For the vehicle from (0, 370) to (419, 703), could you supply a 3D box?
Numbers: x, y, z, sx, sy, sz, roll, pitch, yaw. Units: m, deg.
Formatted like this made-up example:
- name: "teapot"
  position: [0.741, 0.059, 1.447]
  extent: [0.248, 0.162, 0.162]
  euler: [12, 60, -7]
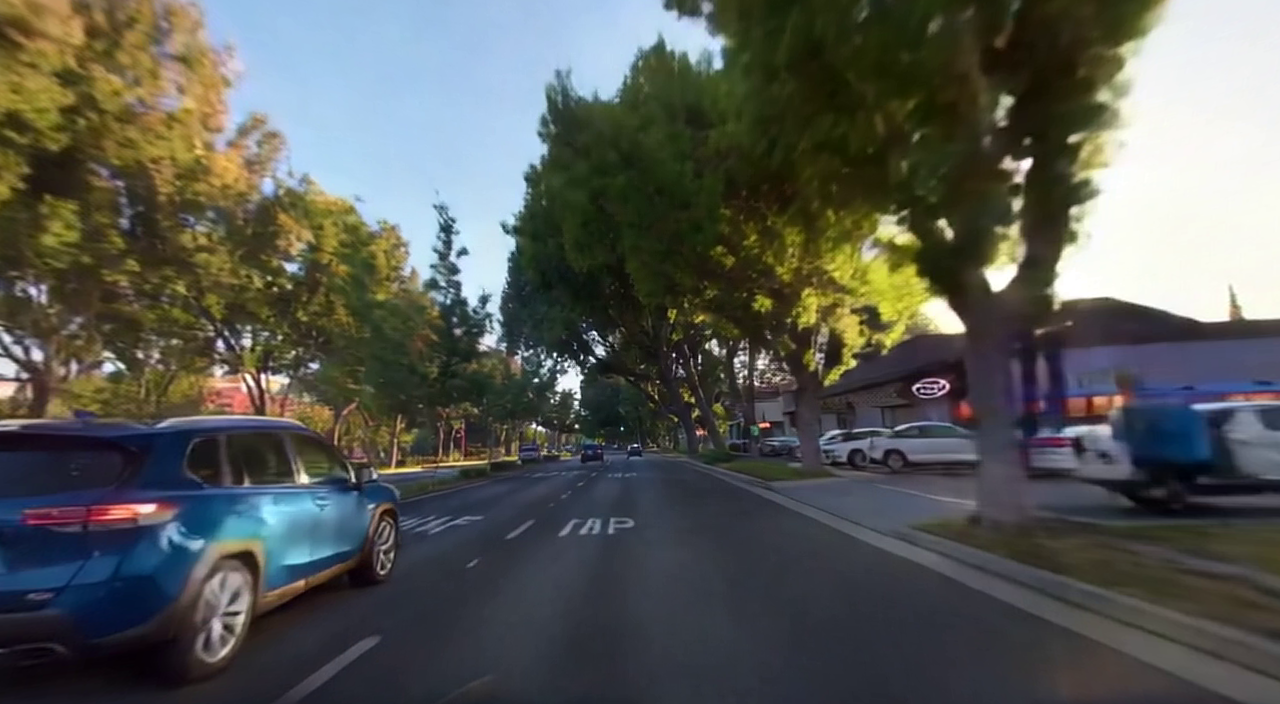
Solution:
- name: "vehicle"
  position: [-3.461, 1.200, 4.659]
  extent: [2.127, 1.654, 4.121]
  euler: [0, -8, 0]

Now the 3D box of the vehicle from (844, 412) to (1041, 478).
- name: "vehicle"
  position: [9.167, 2.854, 19.440]
  extent: [4.978, 1.874, 2.079]
  euler: [0, -8, -2]

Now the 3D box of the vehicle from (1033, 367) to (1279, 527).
- name: "vehicle"
  position: [8.683, 1.289, 8.657]
  extent: [5.031, 1.951, 2.184]
  euler: [-3, -9, 16]

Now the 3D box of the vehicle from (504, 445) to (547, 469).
- name: "vehicle"
  position: [-7.377, 6.795, 41.132]
  extent: [1.990, 1.483, 4.410]
  euler: [0, -8, 0]
